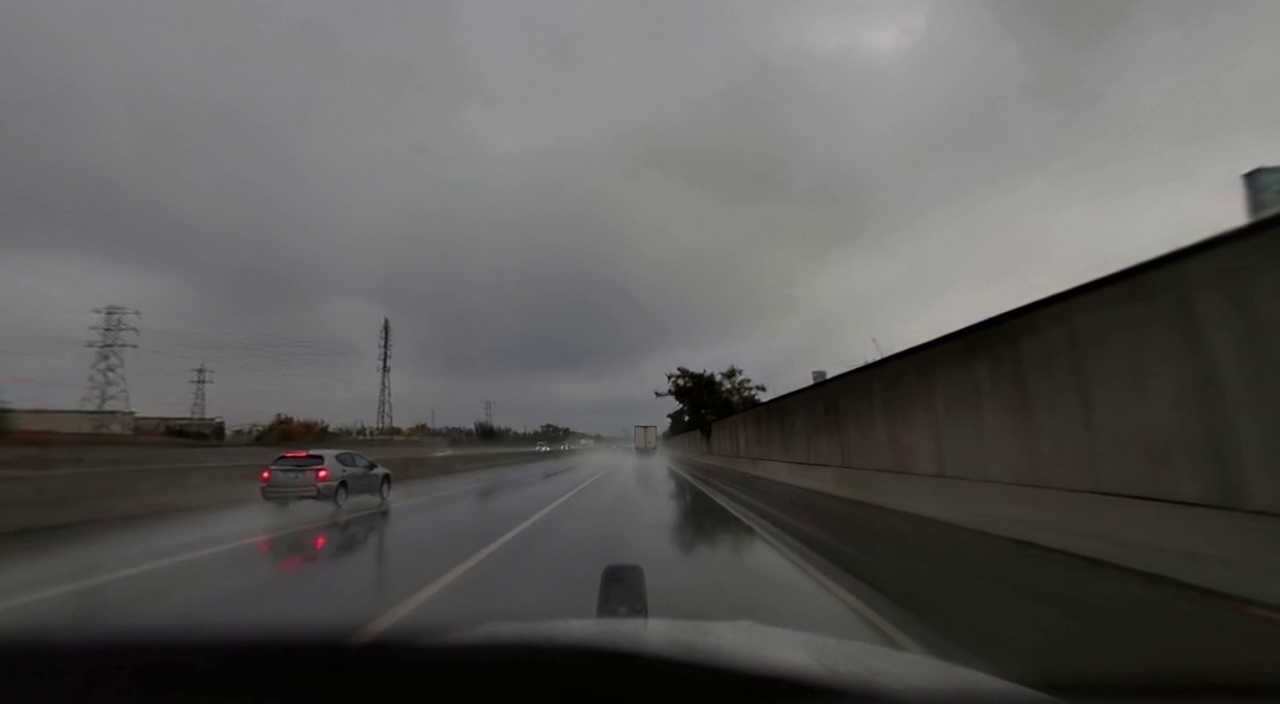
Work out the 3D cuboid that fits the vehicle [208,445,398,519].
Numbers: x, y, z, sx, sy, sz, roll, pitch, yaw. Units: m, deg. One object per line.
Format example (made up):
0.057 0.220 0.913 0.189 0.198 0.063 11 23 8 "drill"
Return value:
-7.712 2.972 15.079 1.979 1.470 4.485 0 -8 1 "vehicle"
